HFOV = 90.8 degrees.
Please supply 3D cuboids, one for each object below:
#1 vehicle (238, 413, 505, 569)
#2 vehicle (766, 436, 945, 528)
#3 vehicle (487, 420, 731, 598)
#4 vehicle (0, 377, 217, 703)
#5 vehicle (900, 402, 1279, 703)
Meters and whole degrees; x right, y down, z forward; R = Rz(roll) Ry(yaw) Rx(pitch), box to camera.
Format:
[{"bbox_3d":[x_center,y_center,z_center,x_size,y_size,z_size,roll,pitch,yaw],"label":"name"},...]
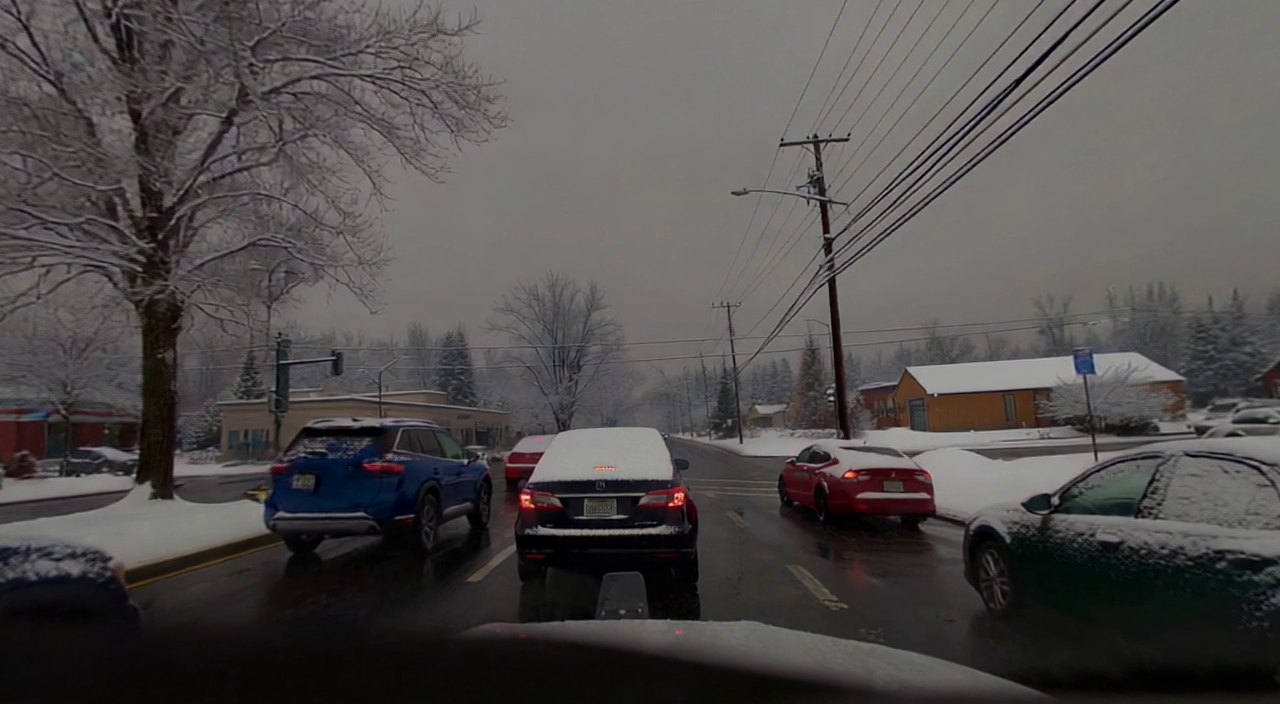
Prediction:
[{"bbox_3d":[-3.416,1.850,9.140,1.979,1.697,4.254,0,-9,0],"label":"vehicle"},{"bbox_3d":[3.934,2.430,12.450,1.909,1.473,4.361,0,-9,-1],"label":"vehicle"},{"bbox_3d":[-0.311,1.641,7.419,2.097,1.511,3.809,0,-9,-2],"label":"vehicle"},{"bbox_3d":[-2.850,0.618,0.441,1.984,1.496,4.530,0,-9,0],"label":"vehicle"},{"bbox_3d":[3.665,1.190,4.178,1.929,1.479,4.723,0,-9,1],"label":"vehicle"}]
